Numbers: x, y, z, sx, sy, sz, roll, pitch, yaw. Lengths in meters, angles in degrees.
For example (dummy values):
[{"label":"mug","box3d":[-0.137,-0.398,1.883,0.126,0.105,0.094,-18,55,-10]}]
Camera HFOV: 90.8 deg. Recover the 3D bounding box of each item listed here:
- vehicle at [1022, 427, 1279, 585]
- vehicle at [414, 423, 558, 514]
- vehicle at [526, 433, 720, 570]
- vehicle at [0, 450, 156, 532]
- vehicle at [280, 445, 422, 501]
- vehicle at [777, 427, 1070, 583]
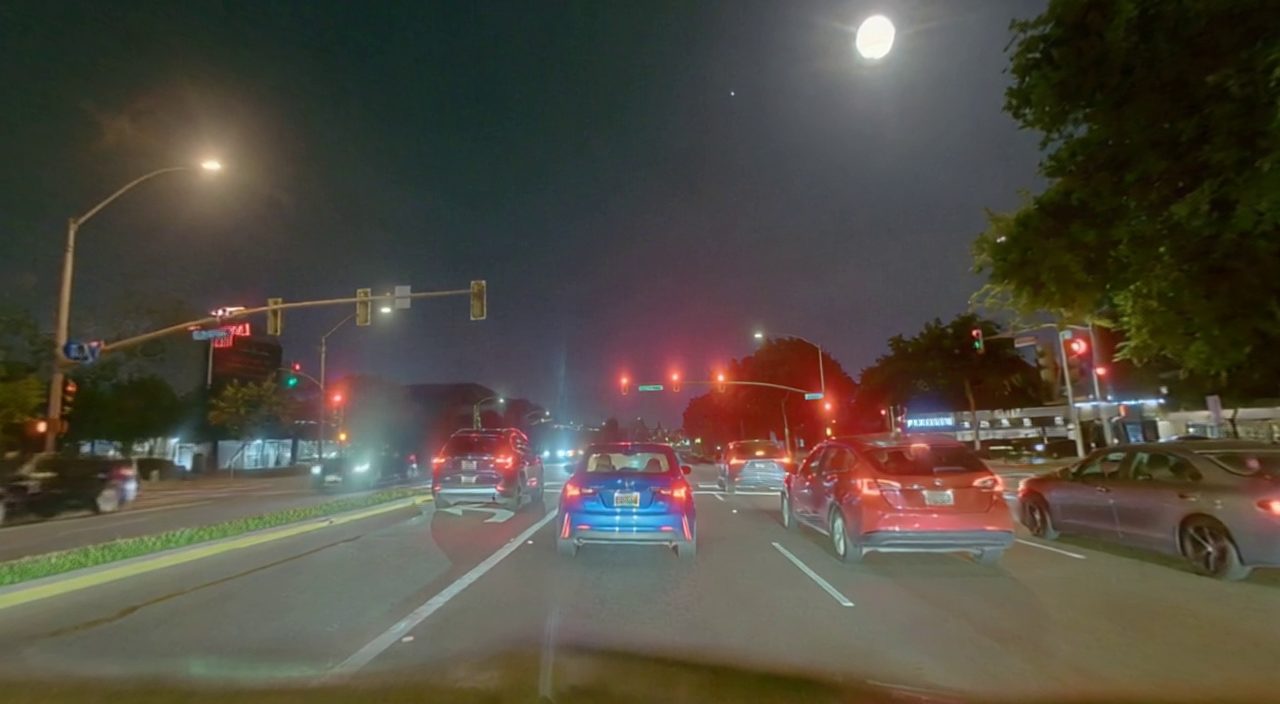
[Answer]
[{"label":"vehicle","box3d":[7.194,1.742,7.834,2.004,1.508,4.646,0,-8,0]},{"label":"vehicle","box3d":[-3.439,2.729,15.379,2.160,1.823,5.115,0,-8,1]},{"label":"vehicle","box3d":[-0.149,1.921,8.883,2.098,1.477,3.897,0,-8,1]},{"label":"vehicle","box3d":[-12.631,2.760,12.924,1.872,1.463,4.455,0,-8,1]},{"label":"vehicle","box3d":[-8.351,3.502,18.819,2.045,1.438,4.480,0,-8,1]},{"label":"vehicle","box3d":[3.245,1.814,8.342,2.020,1.513,4.120,0,-8,1]}]
